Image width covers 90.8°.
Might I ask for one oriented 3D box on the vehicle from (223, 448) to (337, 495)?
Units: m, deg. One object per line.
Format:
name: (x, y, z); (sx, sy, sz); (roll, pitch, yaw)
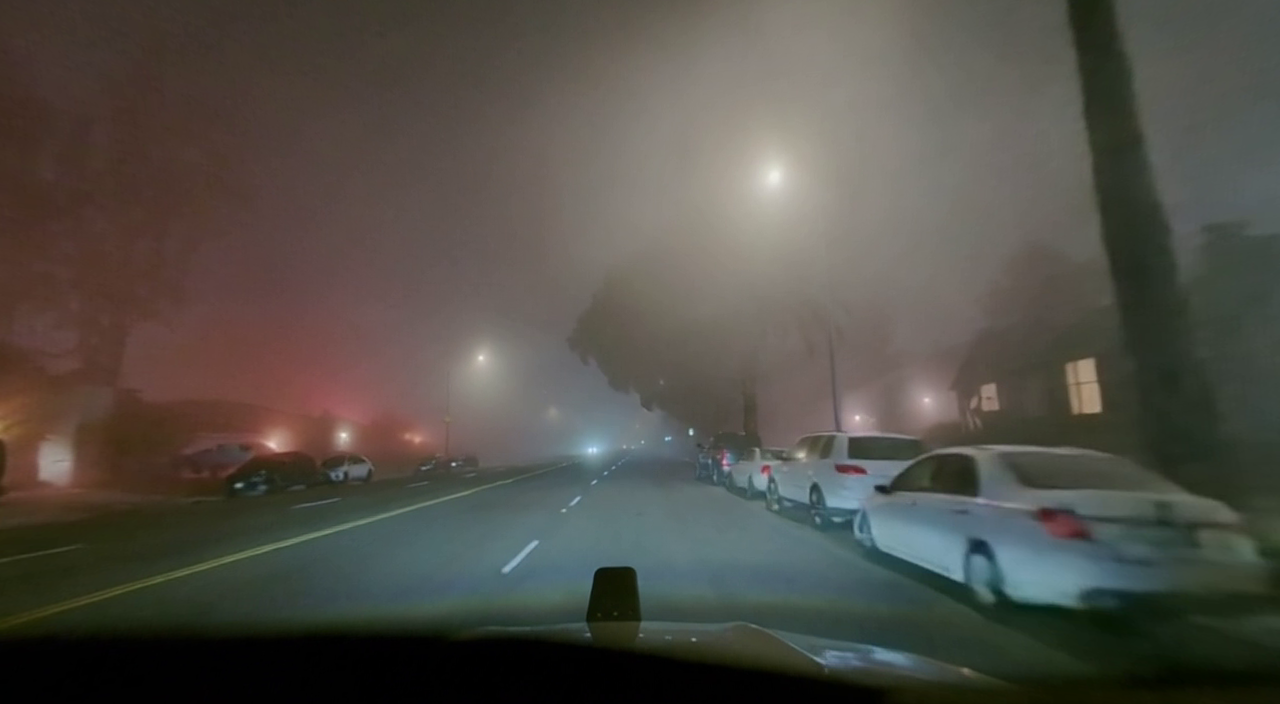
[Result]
vehicle: (-13.788, 4.566, 24.568); (1.970, 1.525, 4.420); (0, -8, -2)

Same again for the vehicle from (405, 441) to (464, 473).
vehicle: (-14.129, 7.216, 43.876); (2.245, 1.904, 5.805); (-1, -7, -1)

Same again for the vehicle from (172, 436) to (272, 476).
vehicle: (-20.944, 5.218, 31.932); (1.957, 1.871, 4.515); (0, -9, -1)

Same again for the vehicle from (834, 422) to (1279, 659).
vehicle: (3.690, 1.551, 6.399); (1.888, 1.480, 4.653); (0, -9, -1)

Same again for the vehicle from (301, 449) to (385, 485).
vehicle: (-13.898, 5.393, 29.868); (1.916, 1.459, 4.222); (-1, -8, 0)
